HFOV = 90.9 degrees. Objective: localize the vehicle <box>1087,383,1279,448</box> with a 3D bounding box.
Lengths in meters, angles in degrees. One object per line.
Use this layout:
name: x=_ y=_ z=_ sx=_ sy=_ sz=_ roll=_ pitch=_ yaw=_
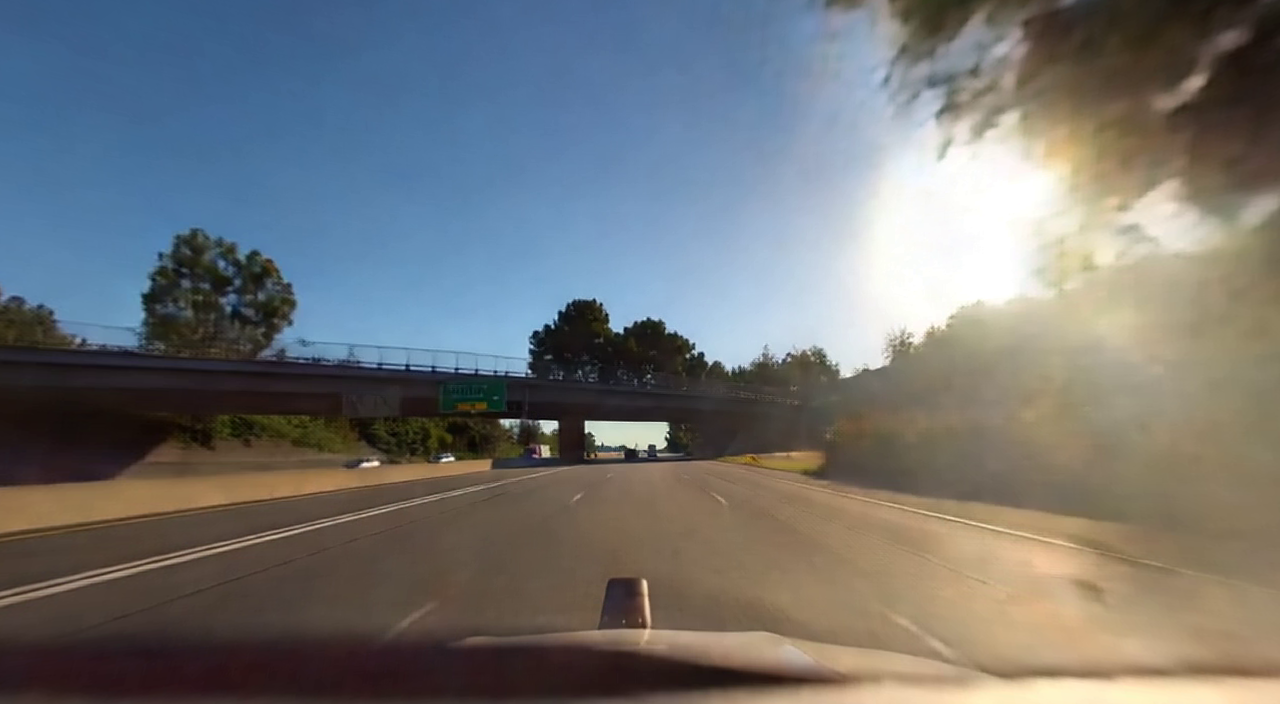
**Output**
vehicle: x=40.698 y=5.107 z=47.137 sx=2.876 sy=4.046 sz=13.881 roll=1 pitch=-9 yaw=-8
